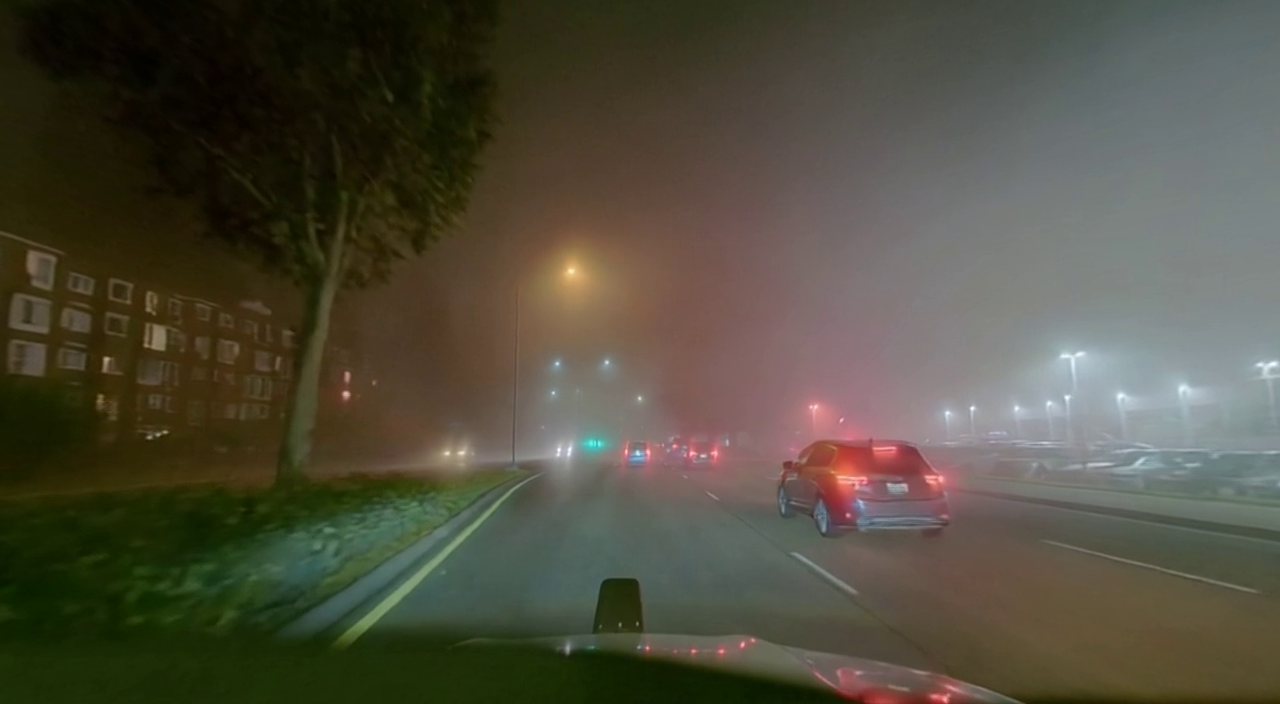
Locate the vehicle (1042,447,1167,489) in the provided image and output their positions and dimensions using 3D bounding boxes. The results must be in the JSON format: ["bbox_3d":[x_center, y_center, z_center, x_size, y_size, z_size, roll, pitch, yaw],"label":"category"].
[{"bbox_3d":[17.625,4.353,23.975,4.099,1.413,1.978,4,-9,-25],"label":"vehicle"}]

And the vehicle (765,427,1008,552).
[{"bbox_3d":[3.518,2.043,10.198,1.953,1.514,4.672,0,-8,-1],"label":"vehicle"}]

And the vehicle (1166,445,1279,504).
[{"bbox_3d":[17.595,3.437,18.162,4.044,1.487,1.977,3,-9,-22],"label":"vehicle"}]

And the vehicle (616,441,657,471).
[{"bbox_3d":[-0.234,5.540,33.875,2.095,1.456,3.873,0,-8,-2],"label":"vehicle"}]

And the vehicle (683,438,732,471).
[{"bbox_3d":[3.528,5.472,33.881,2.041,1.611,4.426,0,-8,-1],"label":"vehicle"}]
